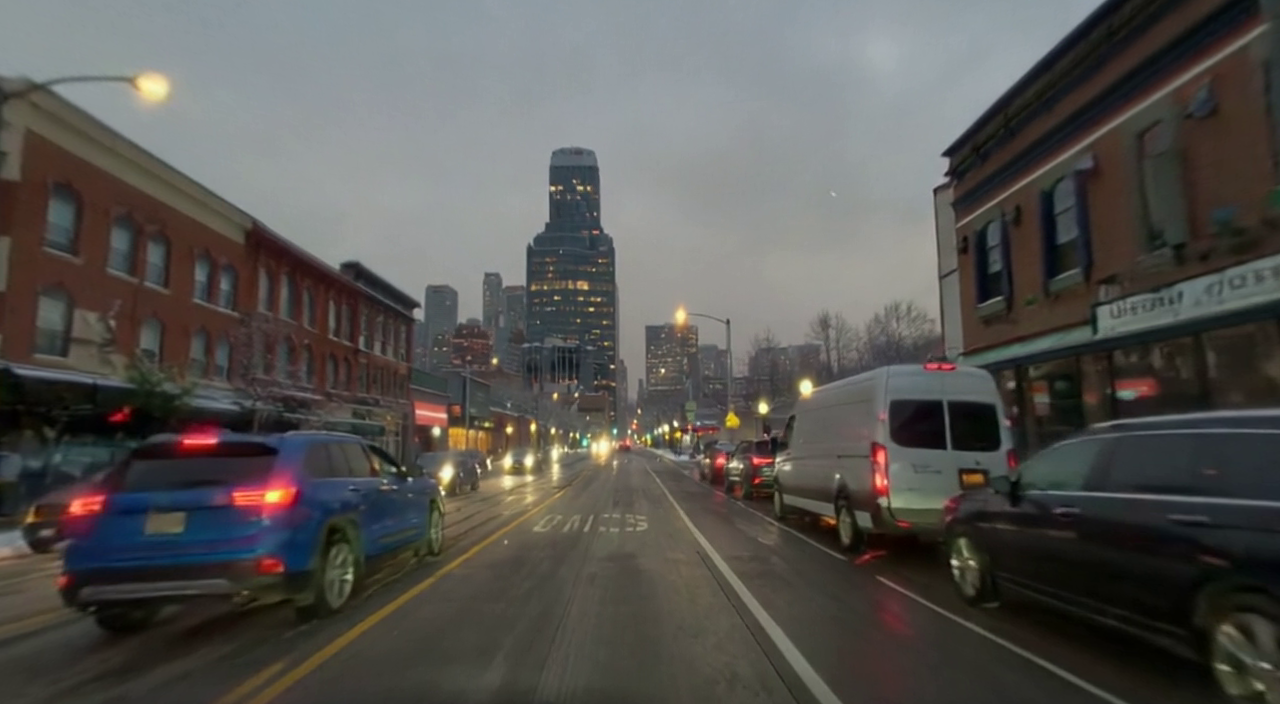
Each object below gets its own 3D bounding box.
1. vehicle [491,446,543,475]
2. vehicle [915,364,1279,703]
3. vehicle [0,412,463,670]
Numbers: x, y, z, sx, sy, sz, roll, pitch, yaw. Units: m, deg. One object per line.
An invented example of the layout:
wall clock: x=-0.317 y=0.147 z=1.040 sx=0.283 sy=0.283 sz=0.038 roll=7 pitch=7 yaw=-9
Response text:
vehicle: x=-6.897 y=6.124 z=35.998 sx=1.993 sy=1.484 sz=4.812 roll=0 pitch=-8 yaw=0
vehicle: x=3.897 y=1.099 z=3.860 sx=2.040 sy=1.790 sz=5.044 roll=0 pitch=-8 yaw=-2
vehicle: x=-3.285 y=1.481 z=6.147 sx=2.024 sy=1.579 sz=4.300 roll=0 pitch=-8 yaw=-2
